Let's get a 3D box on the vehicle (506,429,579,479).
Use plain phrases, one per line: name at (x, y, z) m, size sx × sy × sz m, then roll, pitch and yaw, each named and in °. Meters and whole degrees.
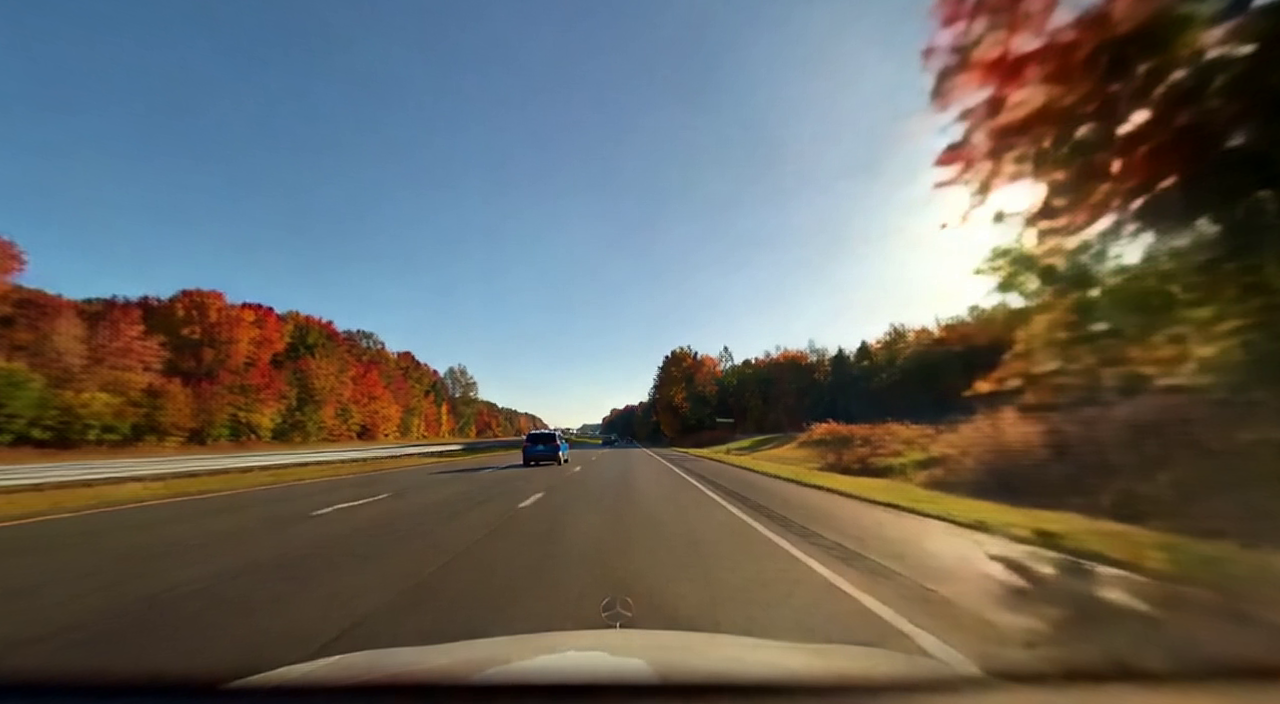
vehicle at (-3.531, 3.779, 23.600) m, size 2.057 × 1.666 × 4.552 m, roll 0°, pitch -8°, yaw -1°
